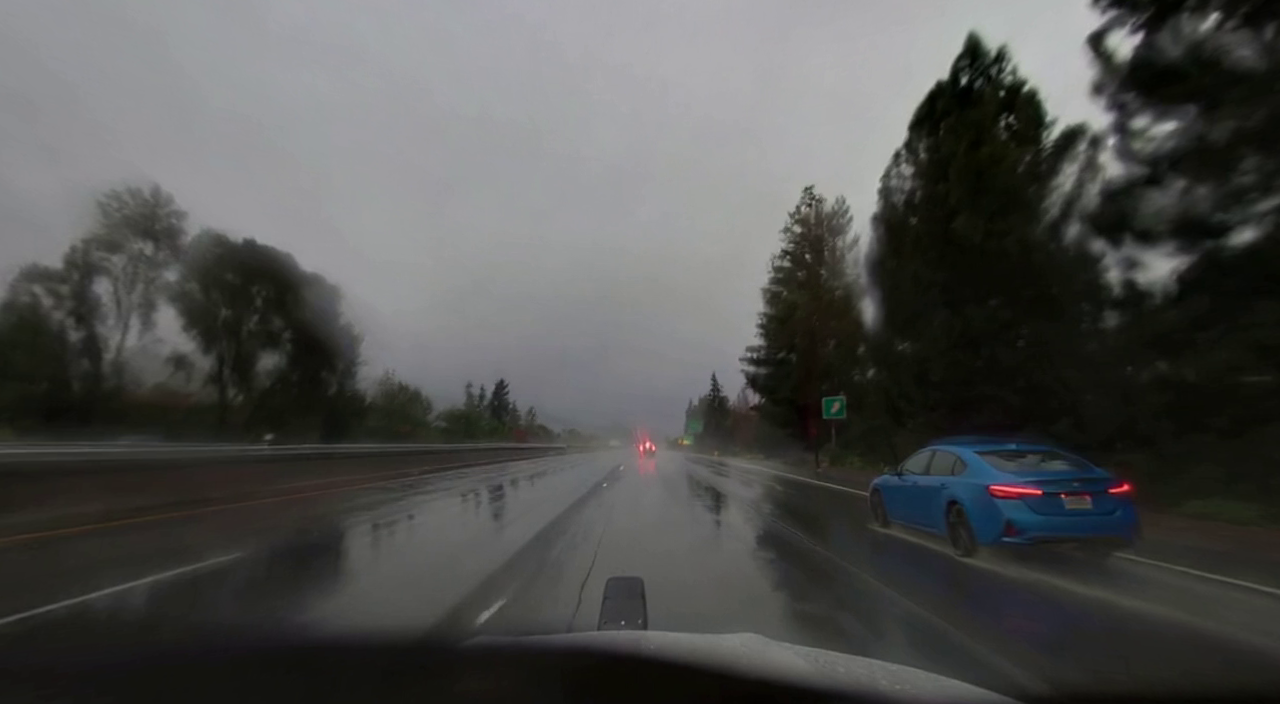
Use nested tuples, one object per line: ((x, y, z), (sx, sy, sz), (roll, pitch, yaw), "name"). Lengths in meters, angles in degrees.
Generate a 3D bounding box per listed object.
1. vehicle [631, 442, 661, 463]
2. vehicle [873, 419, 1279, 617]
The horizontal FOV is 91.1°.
((0.420, 7.244, 45.571), (2.052, 1.449, 3.857), (0, -8, 0), "vehicle")
((4.599, 1.635, 7.253), (2.008, 1.524, 4.598), (0, -8, 0), "vehicle")
